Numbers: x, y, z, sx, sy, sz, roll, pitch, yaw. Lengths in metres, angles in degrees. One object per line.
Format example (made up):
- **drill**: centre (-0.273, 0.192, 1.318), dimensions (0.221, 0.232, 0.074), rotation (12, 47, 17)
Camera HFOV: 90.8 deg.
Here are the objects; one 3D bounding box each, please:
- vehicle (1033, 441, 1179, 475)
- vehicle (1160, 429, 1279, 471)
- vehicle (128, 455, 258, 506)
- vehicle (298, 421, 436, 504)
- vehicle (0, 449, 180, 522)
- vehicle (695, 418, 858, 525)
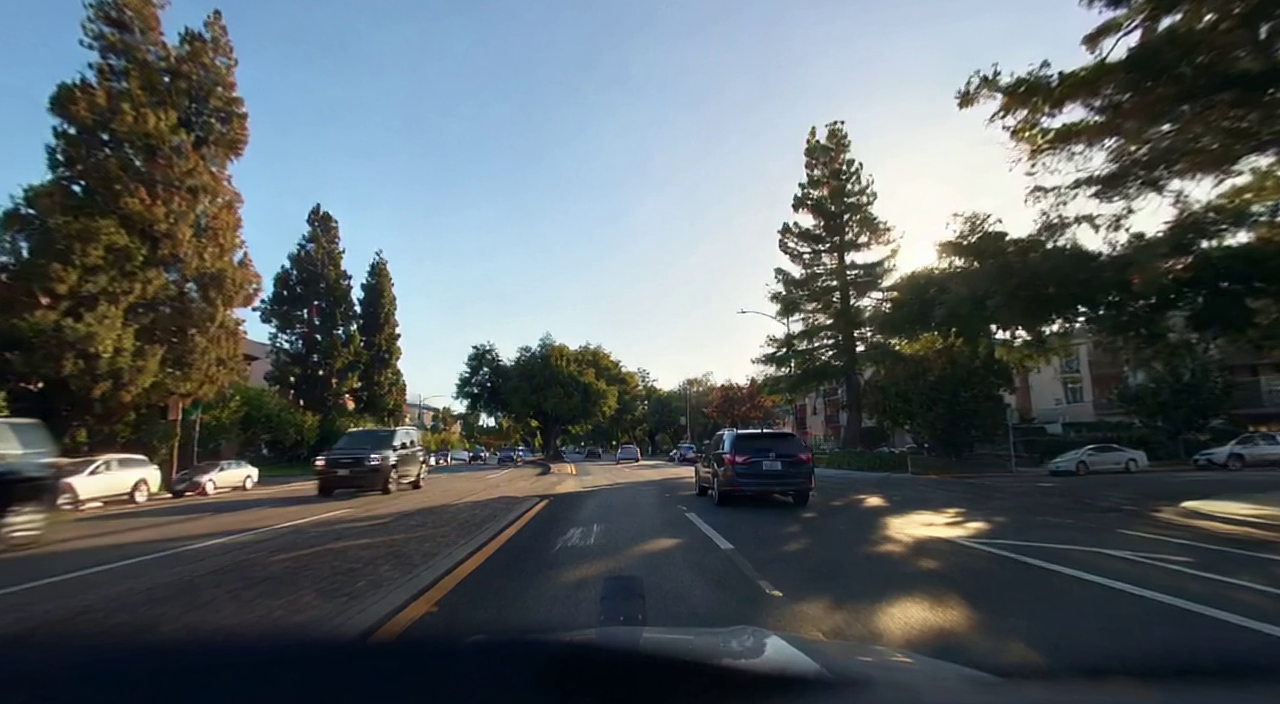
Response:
- **vehicle**: centre (20.703, 4.738, 28.240), dimensions (4.825, 1.434, 2.097), rotation (-1, -9, 2)
- **vehicle**: centre (26.722, 4.381, 28.358), dimensions (4.844, 1.806, 2.020), rotation (-1, -9, 2)
- **vehicle**: centre (-18.071, 5.171, 25.917), dimensions (2.078, 1.612, 4.798), rotation (-1, -7, -4)
- **vehicle**: centre (-8.535, 3.492, 20.423), dimensions (2.440, 2.323, 4.874), rotation (0, -9, -3)
- **vehicle**: centre (-17.980, 4.147, 20.405), dimensions (2.165, 1.964, 5.675), rotation (0, -8, -3)
- **vehicle**: centre (2.483, 2.323, 12.844), dimensions (2.085, 1.763, 4.490), rotation (0, -9, -3)
